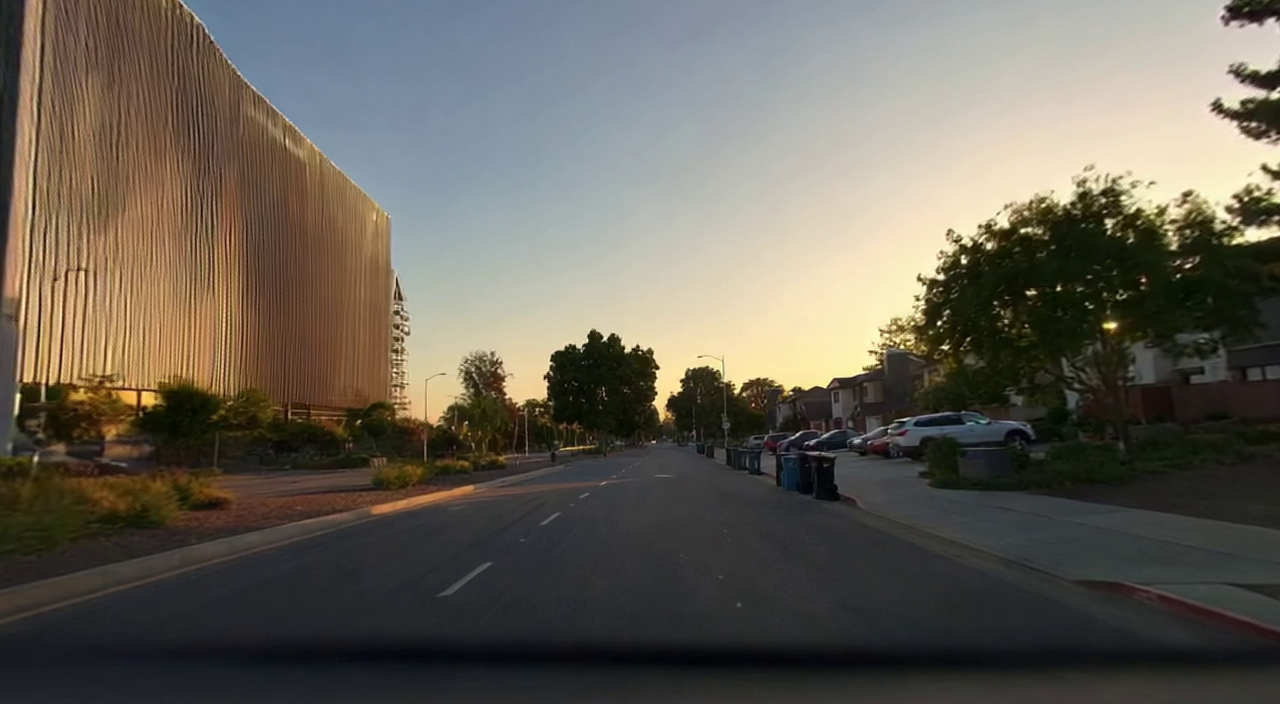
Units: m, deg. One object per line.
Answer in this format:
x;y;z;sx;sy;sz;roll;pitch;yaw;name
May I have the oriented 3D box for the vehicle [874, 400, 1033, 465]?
12.625;3.319;25.708;5.136;1.945;2.153;-7;-9;3;vehicle
